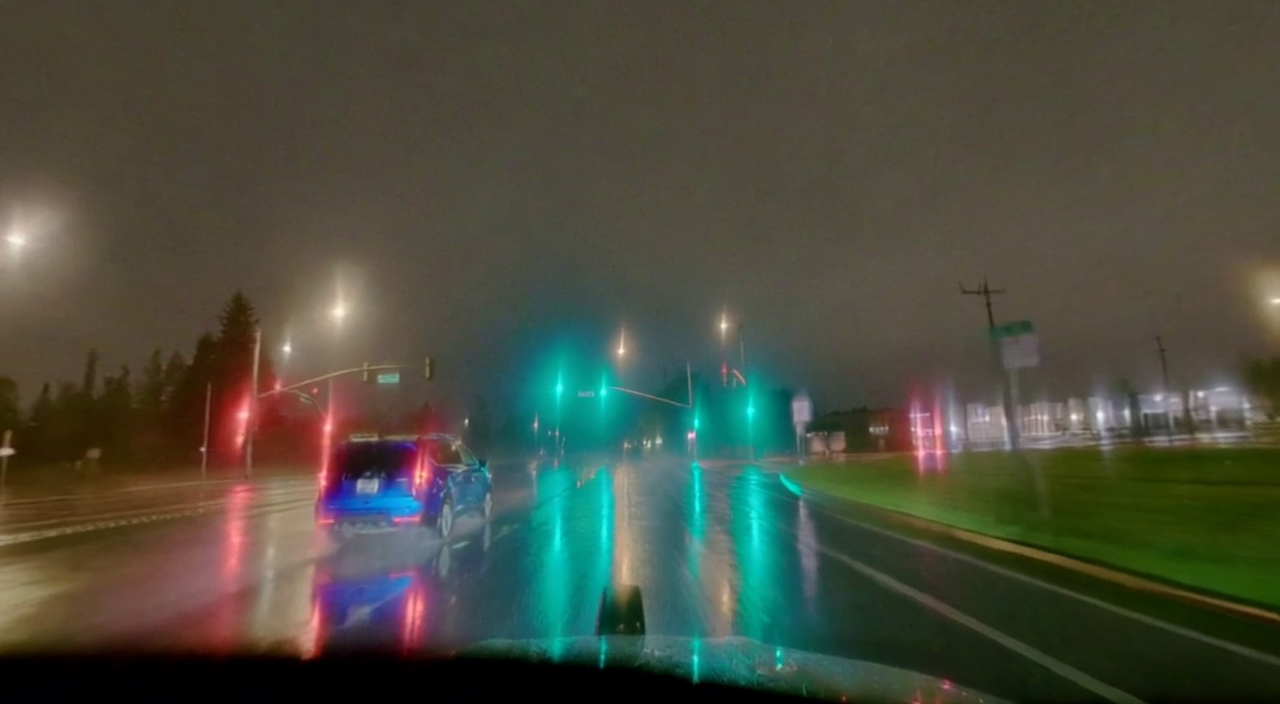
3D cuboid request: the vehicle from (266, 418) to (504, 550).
[{"bbox_3d":[-3.844,2.081,10.595,2.121,1.724,4.392,0,-9,0],"label":"vehicle"}]
